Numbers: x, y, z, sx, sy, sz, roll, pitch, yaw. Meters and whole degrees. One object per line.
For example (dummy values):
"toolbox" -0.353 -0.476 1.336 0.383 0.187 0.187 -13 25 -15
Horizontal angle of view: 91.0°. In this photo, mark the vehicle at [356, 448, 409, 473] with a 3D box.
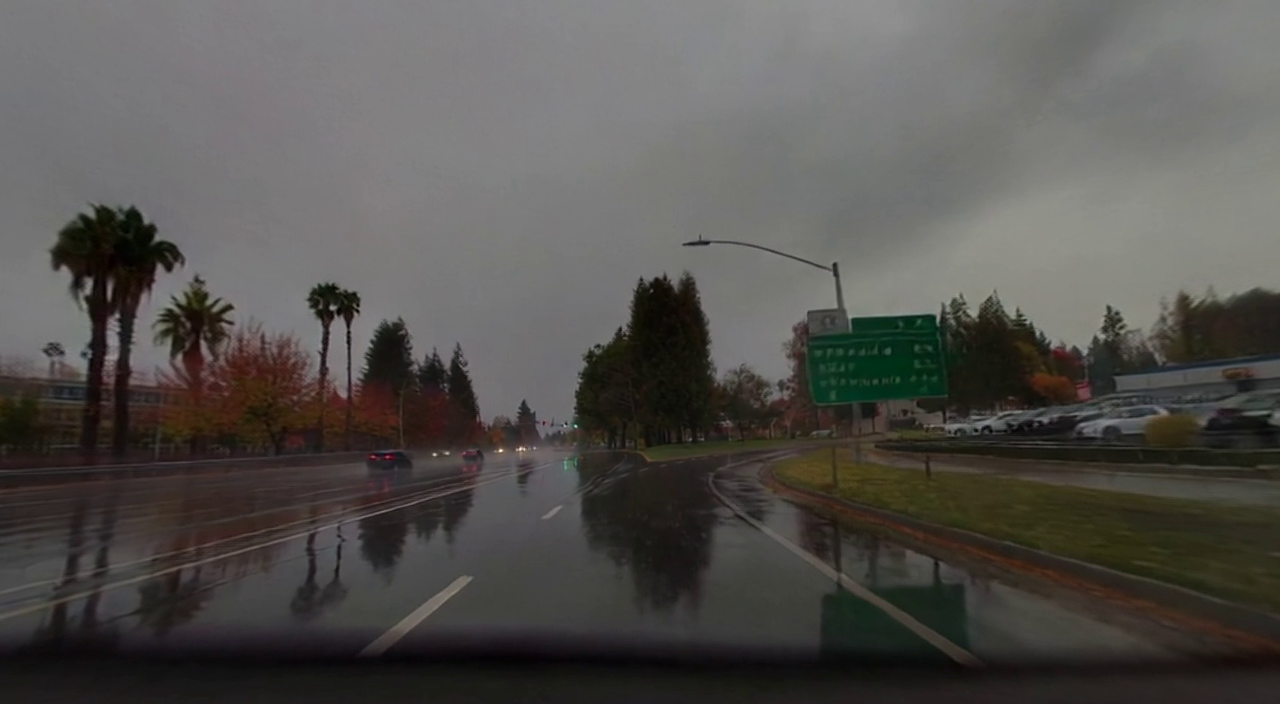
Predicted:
"vehicle" -19.290 8.133 47.377 2.086 1.706 4.412 0 -9 1
